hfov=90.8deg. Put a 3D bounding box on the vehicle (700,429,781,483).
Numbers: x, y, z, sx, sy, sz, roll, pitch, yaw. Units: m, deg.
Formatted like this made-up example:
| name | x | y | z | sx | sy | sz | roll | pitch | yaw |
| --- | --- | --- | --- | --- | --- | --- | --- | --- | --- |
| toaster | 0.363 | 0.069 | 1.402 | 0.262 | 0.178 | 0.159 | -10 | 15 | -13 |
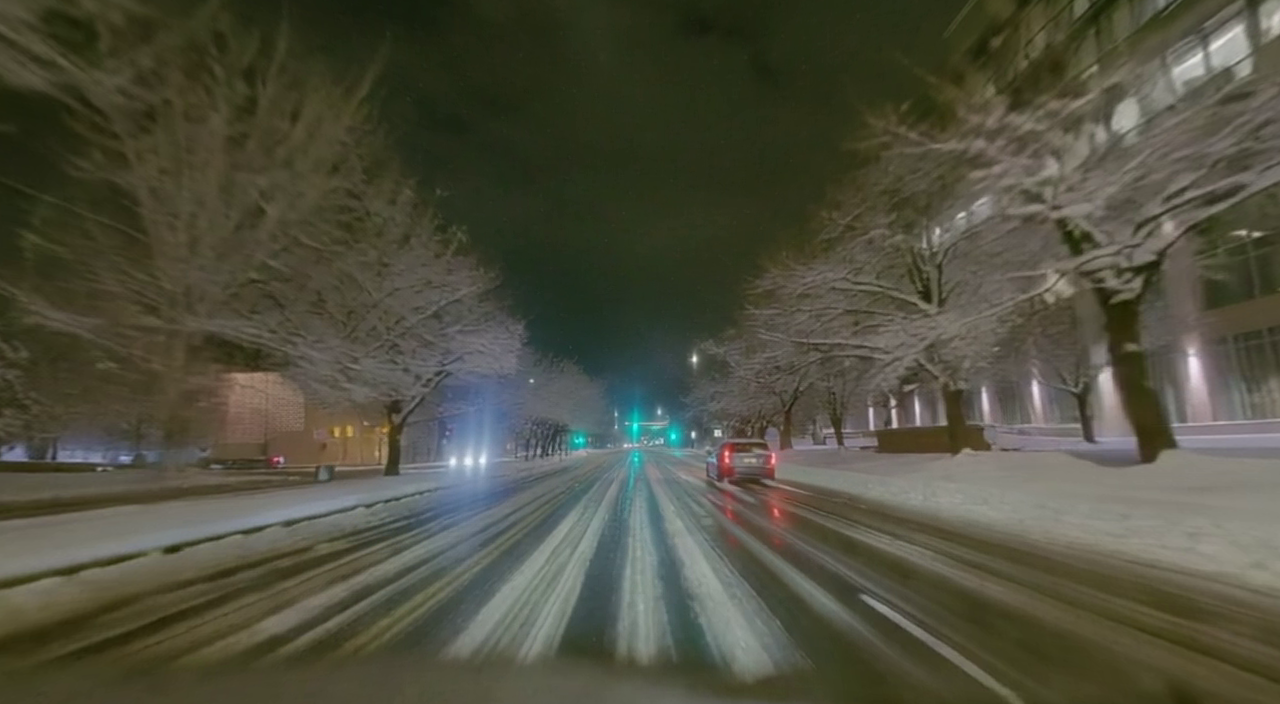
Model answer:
| name | x | y | z | sx | sy | sz | roll | pitch | yaw |
| --- | --- | --- | --- | --- | --- | --- | --- | --- | --- |
| vehicle | 3.468 | 3.710 | 22.728 | 2.083 | 1.743 | 4.354 | 0 | -8 | -2 |
